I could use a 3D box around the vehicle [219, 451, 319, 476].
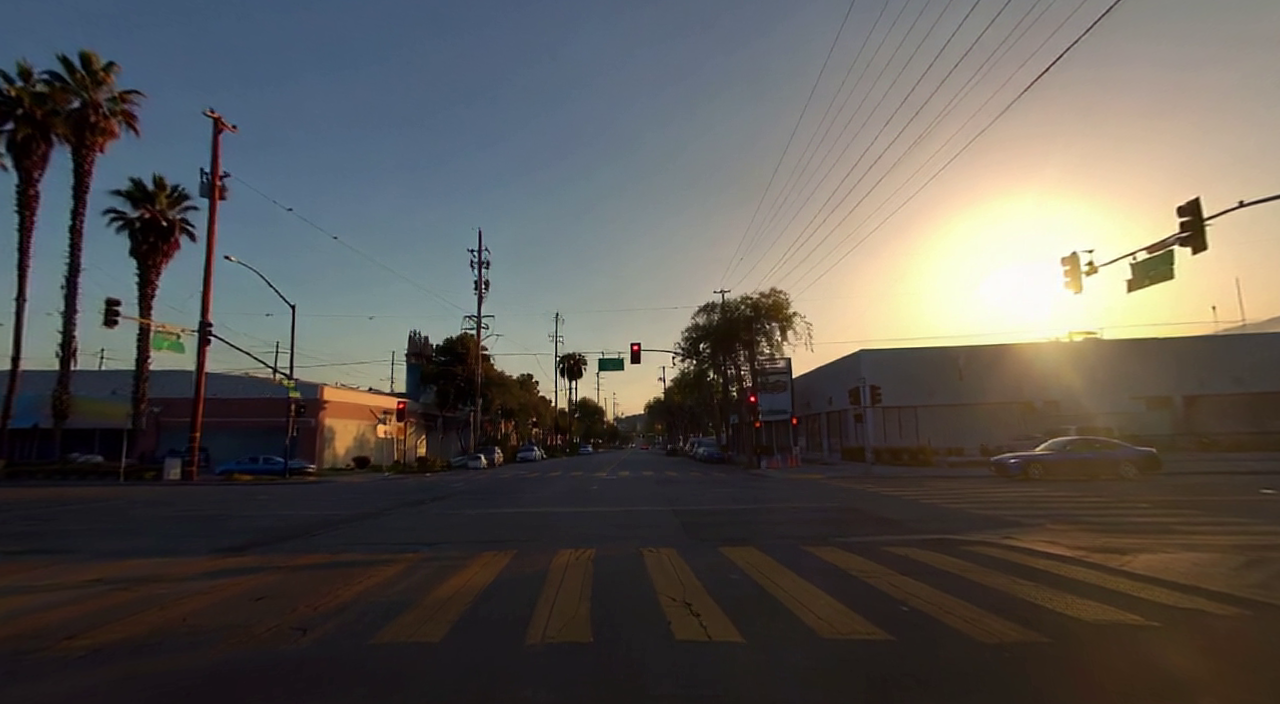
[{"bbox_3d":[-22.297,6.699,38.063,4.849,1.444,1.881,0,-9,1],"label":"vehicle"}]

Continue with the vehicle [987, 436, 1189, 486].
[{"bbox_3d":[14.284,3.491,20.431,4.918,1.479,1.897,-1,-9,7],"label":"vehicle"}]

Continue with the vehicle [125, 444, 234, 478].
[{"bbox_3d":[-25.920,6.142,35.675,4.613,1.820,2.021,-1,-9,4],"label":"vehicle"}]

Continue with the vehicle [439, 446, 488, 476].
[{"bbox_3d":[-11.948,7.380,42.968,2.016,1.717,4.287,0,-6,1],"label":"vehicle"}]
